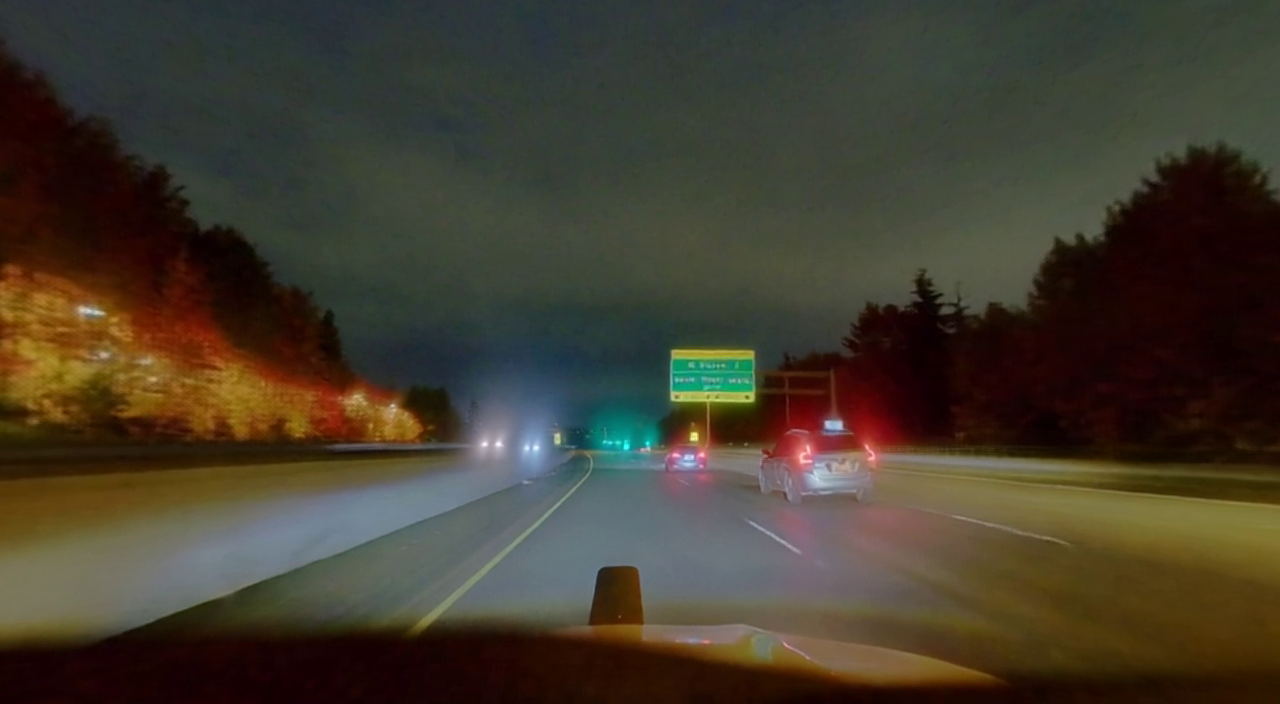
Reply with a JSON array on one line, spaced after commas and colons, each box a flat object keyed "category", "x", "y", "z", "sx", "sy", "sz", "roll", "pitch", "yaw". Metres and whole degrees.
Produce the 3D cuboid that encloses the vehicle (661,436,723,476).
[{"category": "vehicle", "x": 2.275, "y": 4.777, "z": 28.911, "sx": 2.337, "sy": 1.633, "sz": 4.222, "roll": 0, "pitch": -9, "yaw": -2}]
